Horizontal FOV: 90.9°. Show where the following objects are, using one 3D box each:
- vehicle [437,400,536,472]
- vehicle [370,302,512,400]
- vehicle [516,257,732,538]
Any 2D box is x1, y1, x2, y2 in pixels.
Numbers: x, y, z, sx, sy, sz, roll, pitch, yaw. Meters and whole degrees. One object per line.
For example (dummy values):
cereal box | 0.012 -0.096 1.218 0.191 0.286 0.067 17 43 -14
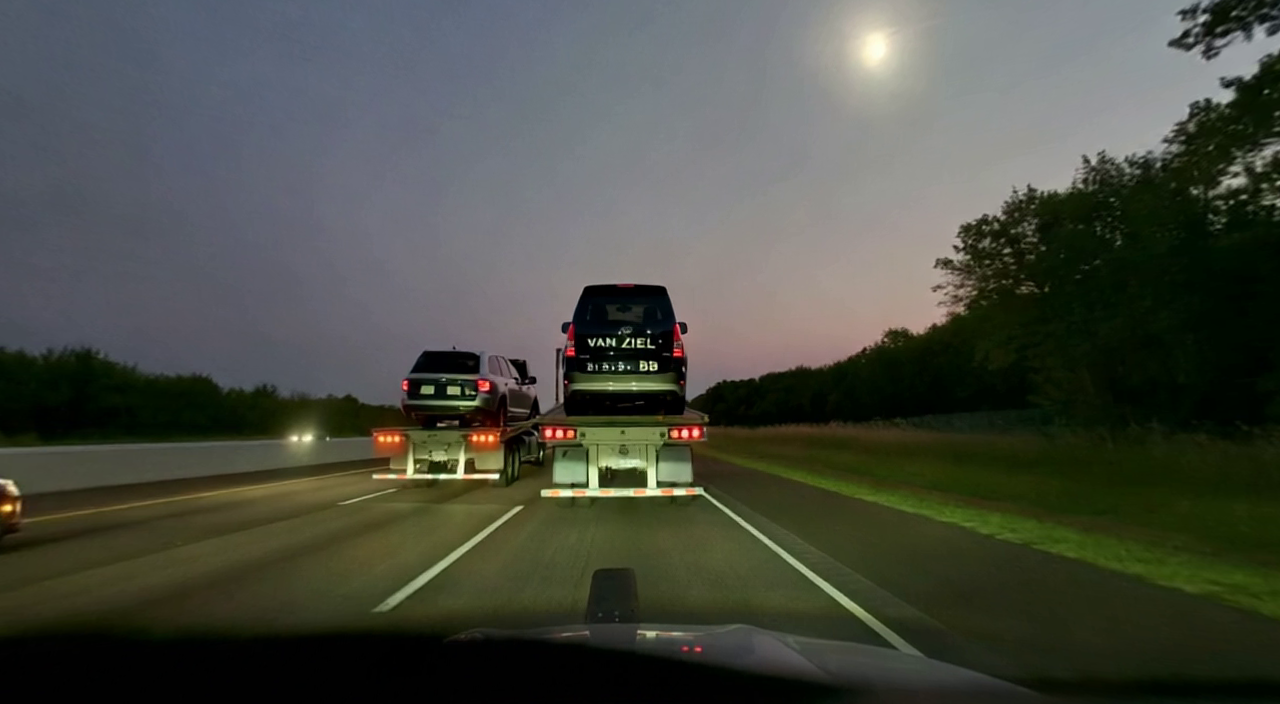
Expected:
vehicle | -4.598 2.609 19.676 2.258 1.970 4.402 0 -8 -4
vehicle | -4.596 0.145 15.422 2.118 1.799 4.591 0 -7 -2
vehicle | -0.399 1.137 12.783 2.738 3.628 9.223 0 -7 -3
